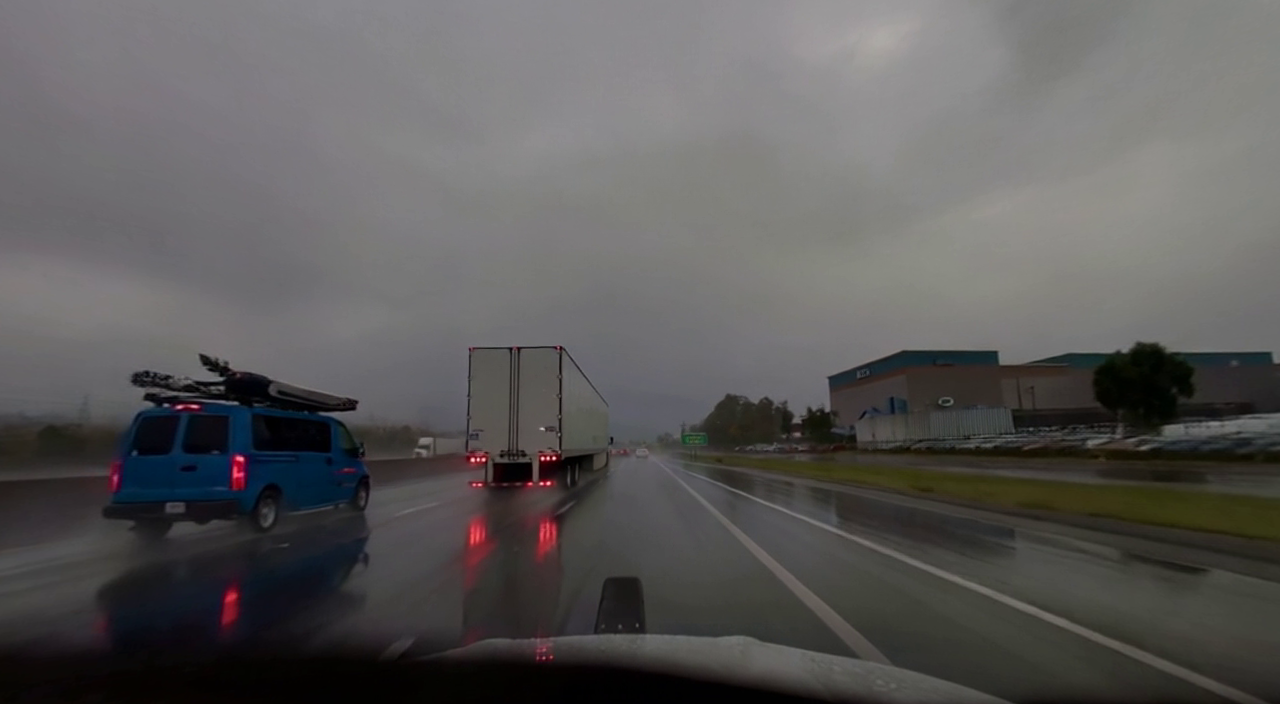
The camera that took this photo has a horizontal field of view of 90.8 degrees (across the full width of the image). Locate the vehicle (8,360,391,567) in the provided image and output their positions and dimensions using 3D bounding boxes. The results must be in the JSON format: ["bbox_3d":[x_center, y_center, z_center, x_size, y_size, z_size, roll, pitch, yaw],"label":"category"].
[{"bbox_3d":[-6.905,1.876,11.269,2.385,2.672,6.049,0,-8,0],"label":"vehicle"}]

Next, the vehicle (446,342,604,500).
[{"bbox_3d":[-3.458,2.974,24.677,2.939,4.132,16.303,0,-9,1],"label":"vehicle"}]
